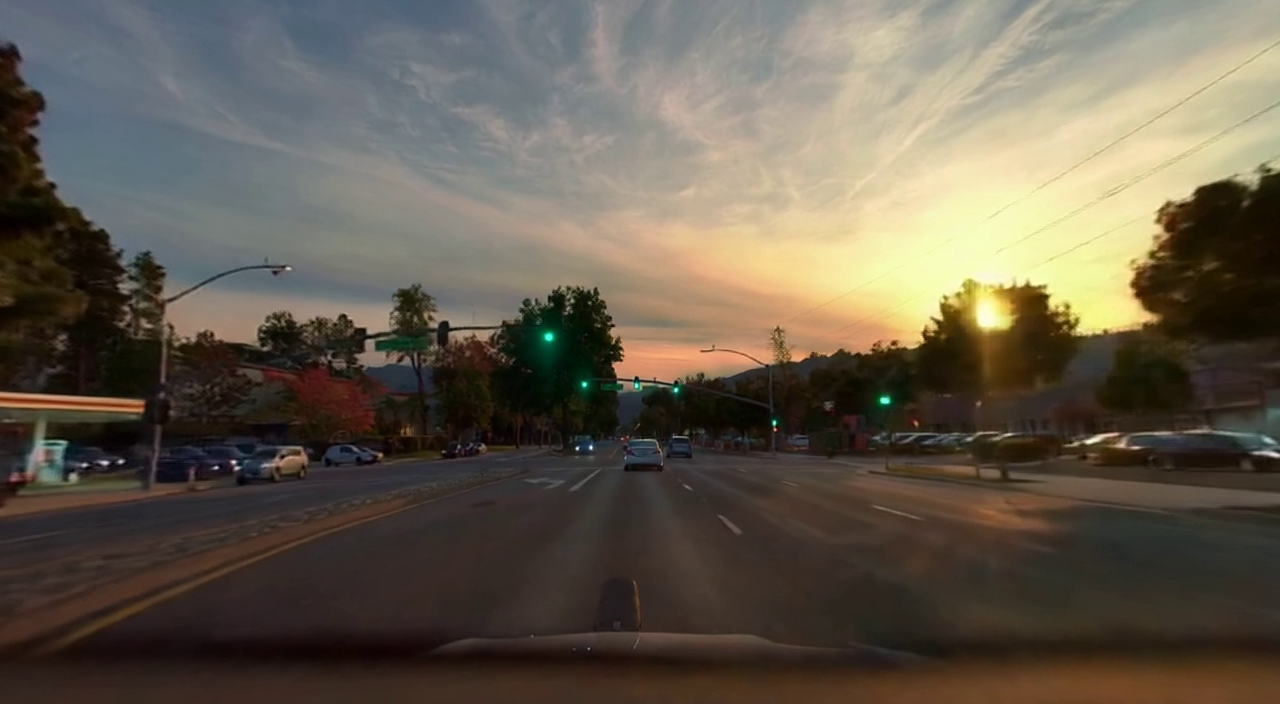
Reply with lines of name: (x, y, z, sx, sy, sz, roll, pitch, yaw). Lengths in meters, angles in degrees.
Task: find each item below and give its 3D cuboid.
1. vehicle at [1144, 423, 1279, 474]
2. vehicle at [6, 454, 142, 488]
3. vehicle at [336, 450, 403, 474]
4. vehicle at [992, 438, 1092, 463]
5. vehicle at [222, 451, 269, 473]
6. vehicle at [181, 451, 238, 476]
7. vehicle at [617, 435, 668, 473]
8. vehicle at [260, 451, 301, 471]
vehicle: (20.458, 3.332, 22.006, 1.950, 1.519, 4.860, -4, -9, 5)
vehicle: (-27.925, 5.833, 31.232, 1.938, 1.462, 4.510, -4, -9, 28)
vehicle: (-18.898, 7.672, 44.279, 2.311, 1.485, 5.817, 0, -8, -2)
vehicle: (24.821, 6.080, 39.006, 4.788, 1.481, 1.959, 0, -8, 2)
vehicle: (-28.474, 7.894, 45.344, 2.022, 1.455, 4.478, 7, -11, -41)
vehicle: (-28.694, 7.384, 41.902, 4.436, 1.464, 1.999, -7, -11, 41)
vehicle: (0.101, 4.562, 28.464, 2.145, 1.572, 4.021, 0, -8, 0)
vehicle: (-28.200, 8.494, 49.285, 1.953, 1.415, 4.553, 7, -10, -39)
